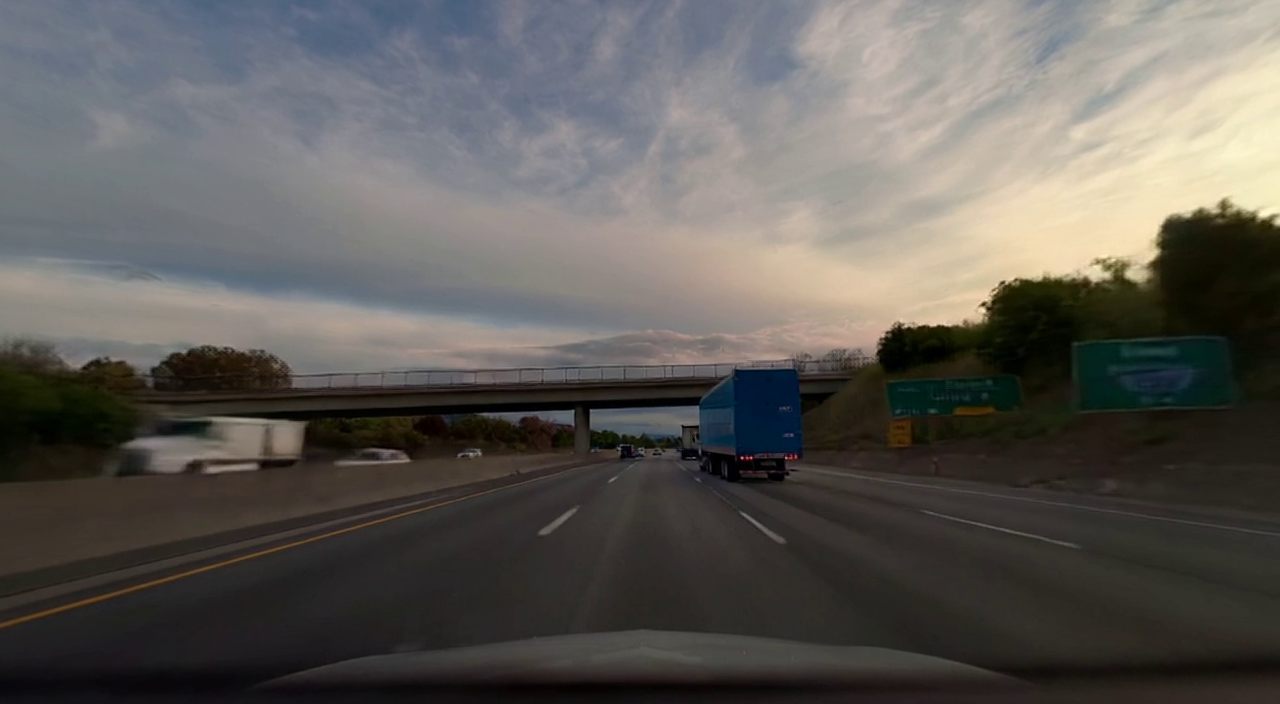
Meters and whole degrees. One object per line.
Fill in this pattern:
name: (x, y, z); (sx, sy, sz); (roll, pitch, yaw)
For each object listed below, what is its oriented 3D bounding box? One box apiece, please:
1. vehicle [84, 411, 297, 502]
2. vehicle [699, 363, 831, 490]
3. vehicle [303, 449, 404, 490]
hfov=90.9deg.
vehicle: (-14.301, 3.402, 20.814); (2.326, 2.525, 6.173); (0, -9, 1)
vehicle: (4.643, 3.438, 27.248); (2.825, 4.054, 14.210); (0, -9, 0)
vehicle: (-11.028, 4.532, 24.614); (1.936, 1.444, 4.138); (0, -9, 1)
